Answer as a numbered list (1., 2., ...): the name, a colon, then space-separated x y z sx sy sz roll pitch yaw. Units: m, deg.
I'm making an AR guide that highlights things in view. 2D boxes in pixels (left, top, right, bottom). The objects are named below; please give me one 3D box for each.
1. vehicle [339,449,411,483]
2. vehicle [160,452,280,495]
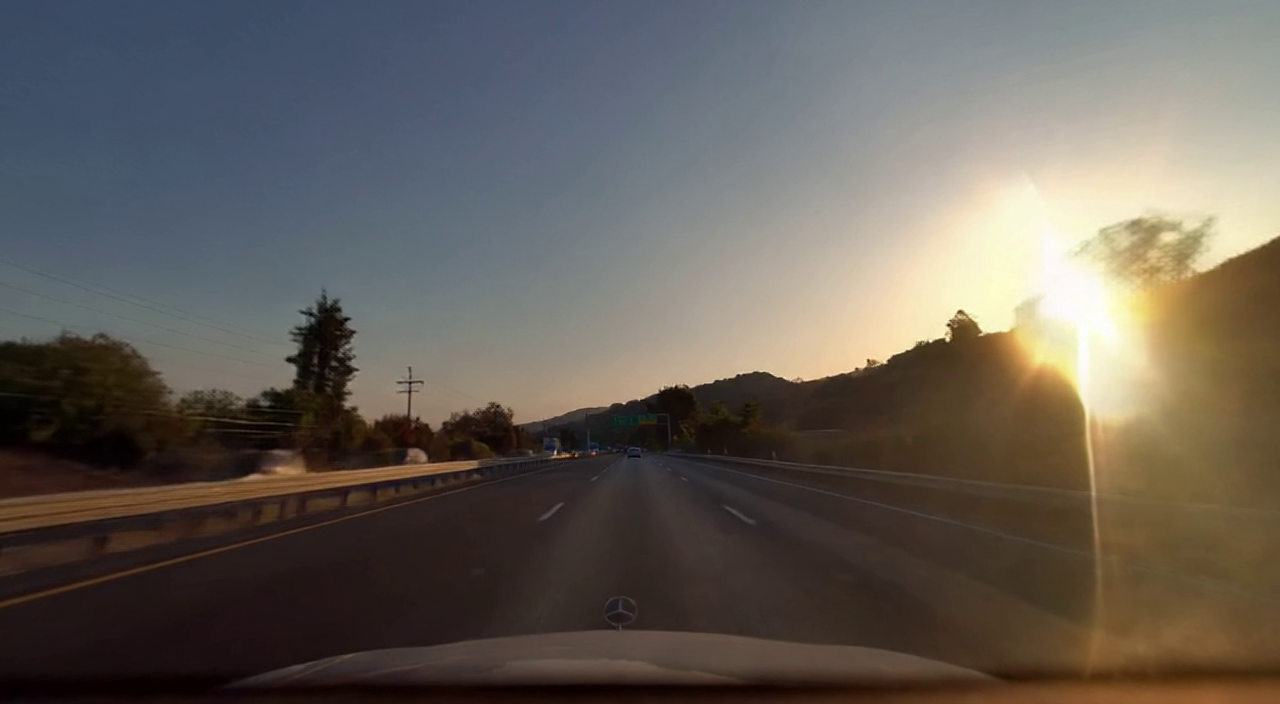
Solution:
1. vehicle: -12.584 5.406 30.091 1.852 1.512 3.732 0 -9 -1
2. vehicle: -16.802 4.827 25.433 1.866 1.560 4.266 0 -9 0
